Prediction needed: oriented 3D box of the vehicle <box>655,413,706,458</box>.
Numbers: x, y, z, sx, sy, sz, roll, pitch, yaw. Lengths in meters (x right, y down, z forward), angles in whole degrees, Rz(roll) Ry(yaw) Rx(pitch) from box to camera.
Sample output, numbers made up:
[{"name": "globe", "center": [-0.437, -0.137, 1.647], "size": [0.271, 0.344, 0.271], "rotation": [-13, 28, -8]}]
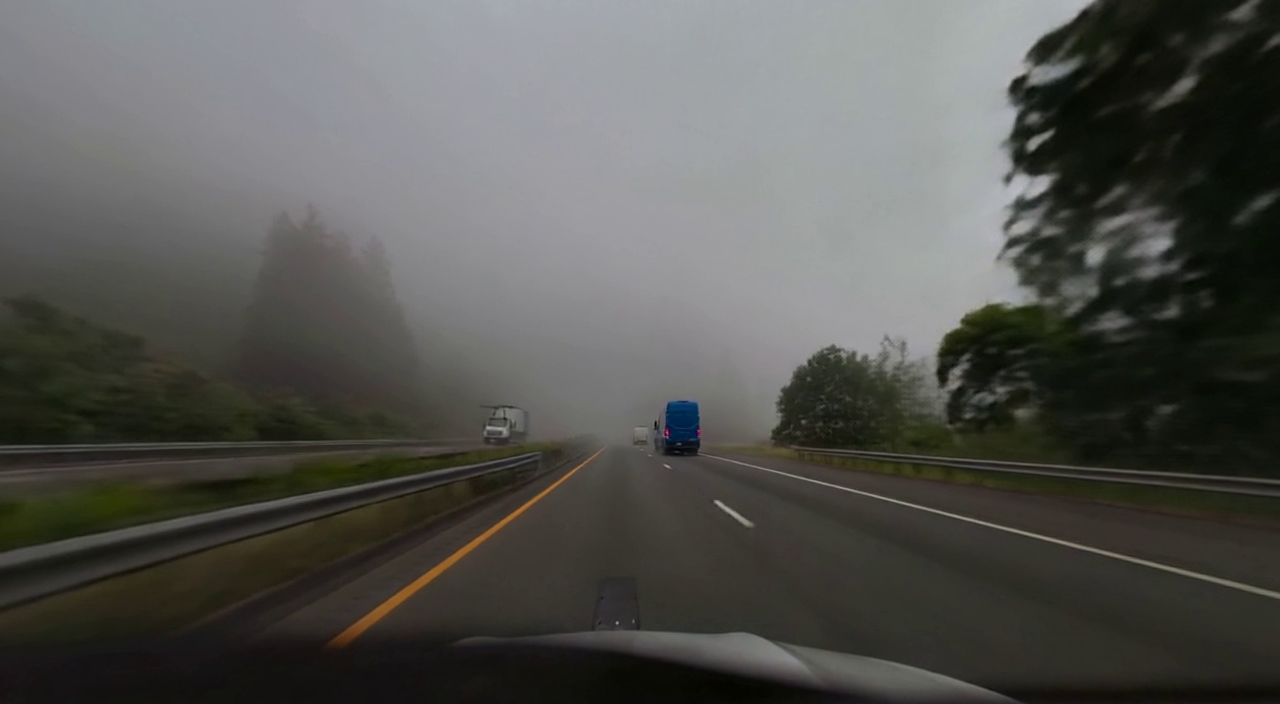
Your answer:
[{"name": "vehicle", "center": [2.403, 5.251, 39.751], "size": [2.570, 2.596, 6.082], "rotation": [0, -8, -2]}]
